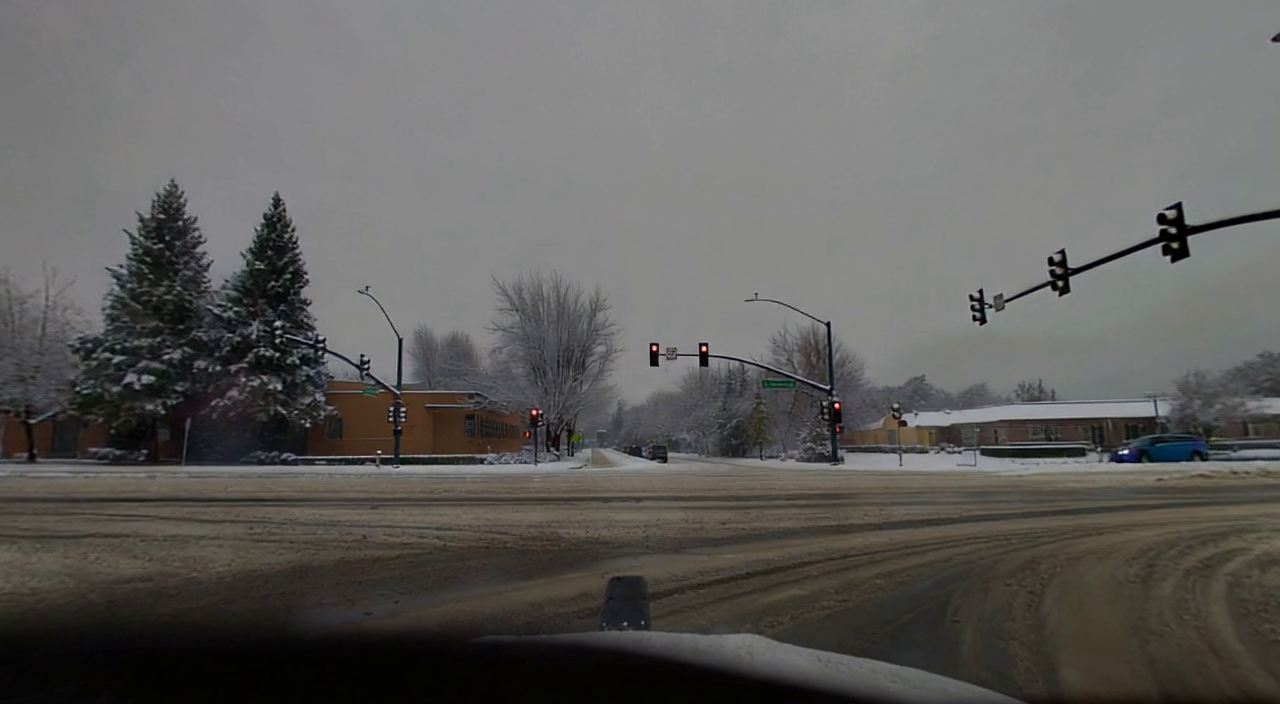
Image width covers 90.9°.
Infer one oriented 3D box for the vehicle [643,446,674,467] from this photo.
[{"bbox_3d":[1.299,7.643,46.455,2.132,1.449,4.235,0,-9,0],"label":"vehicle"}]
